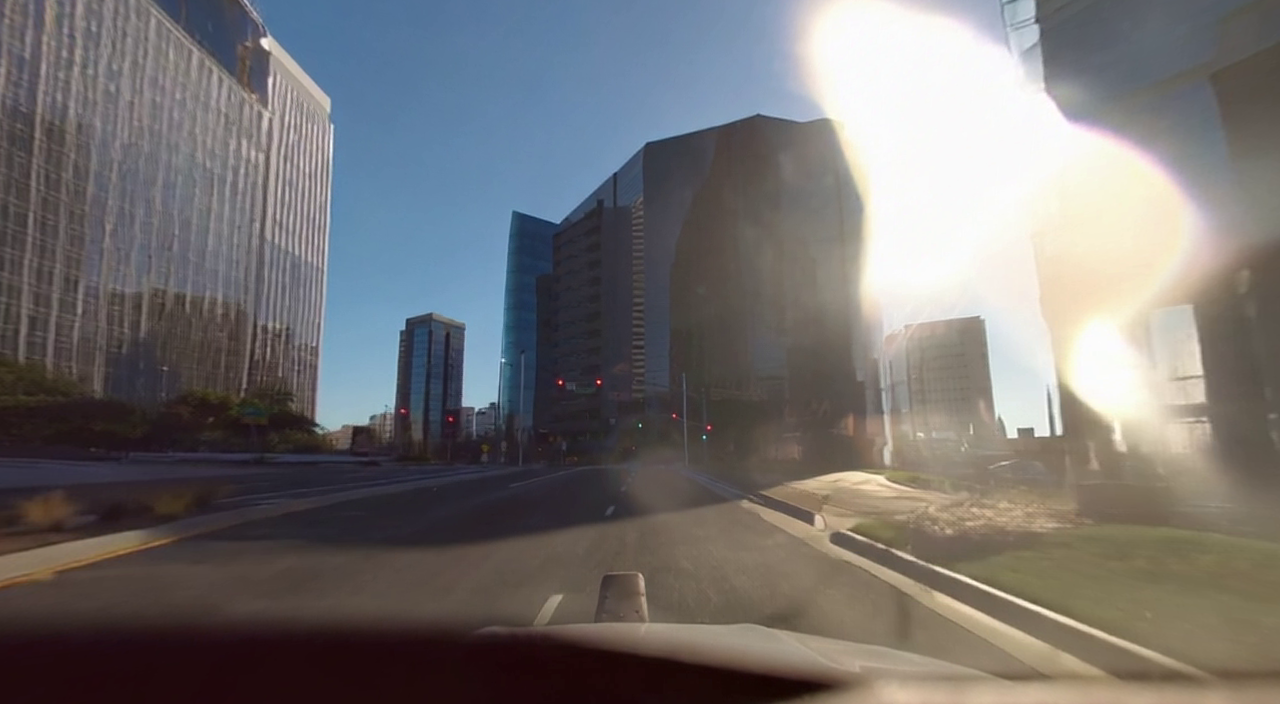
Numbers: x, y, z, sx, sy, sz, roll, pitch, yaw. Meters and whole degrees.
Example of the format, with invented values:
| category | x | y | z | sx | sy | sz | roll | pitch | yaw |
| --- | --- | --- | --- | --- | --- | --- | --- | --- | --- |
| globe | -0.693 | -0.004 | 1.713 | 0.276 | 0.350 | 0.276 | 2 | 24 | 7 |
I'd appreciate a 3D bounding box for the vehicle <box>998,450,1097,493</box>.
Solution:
| category | x | y | z | sx | sy | sz | roll | pitch | yaw |
| --- | --- | --- | --- | --- | --- | --- | --- | --- | --- |
| vehicle | 28.290 | 8.465 | 44.088 | 2.599 | 2.380 | 6.013 | 2 | -16 | -3 |
